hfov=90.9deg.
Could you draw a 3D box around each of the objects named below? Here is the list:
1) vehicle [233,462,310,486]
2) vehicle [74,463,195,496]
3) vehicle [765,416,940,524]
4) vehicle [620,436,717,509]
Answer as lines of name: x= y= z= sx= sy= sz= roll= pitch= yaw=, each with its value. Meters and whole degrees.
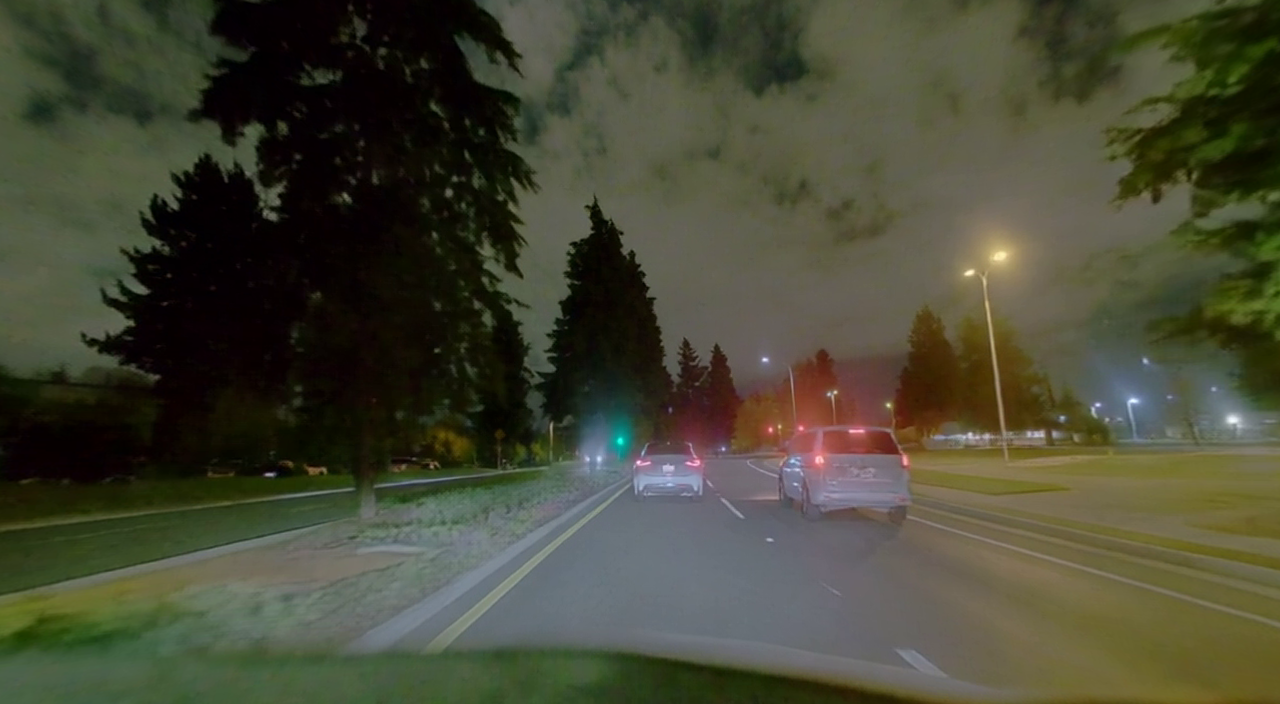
vehicle: x=-26.125 y=8.609 z=44.728 sx=4.434 sy=1.582 sz=1.946 roll=-2 pitch=-8 yaw=10
vehicle: x=-27.215 y=6.891 z=34.062 sx=4.951 sy=1.618 sz=1.952 roll=-1 pitch=-8 yaw=3
vehicle: x=4.187 y=2.412 z=13.547 sx=1.953 sy=1.818 sz=5.299 roll=0 pitch=-8 yaw=1
vehicle: x=0.722 y=2.976 z=16.088 sx=2.154 sy=1.585 sz=3.997 roll=-1 pitch=-8 yaw=3
